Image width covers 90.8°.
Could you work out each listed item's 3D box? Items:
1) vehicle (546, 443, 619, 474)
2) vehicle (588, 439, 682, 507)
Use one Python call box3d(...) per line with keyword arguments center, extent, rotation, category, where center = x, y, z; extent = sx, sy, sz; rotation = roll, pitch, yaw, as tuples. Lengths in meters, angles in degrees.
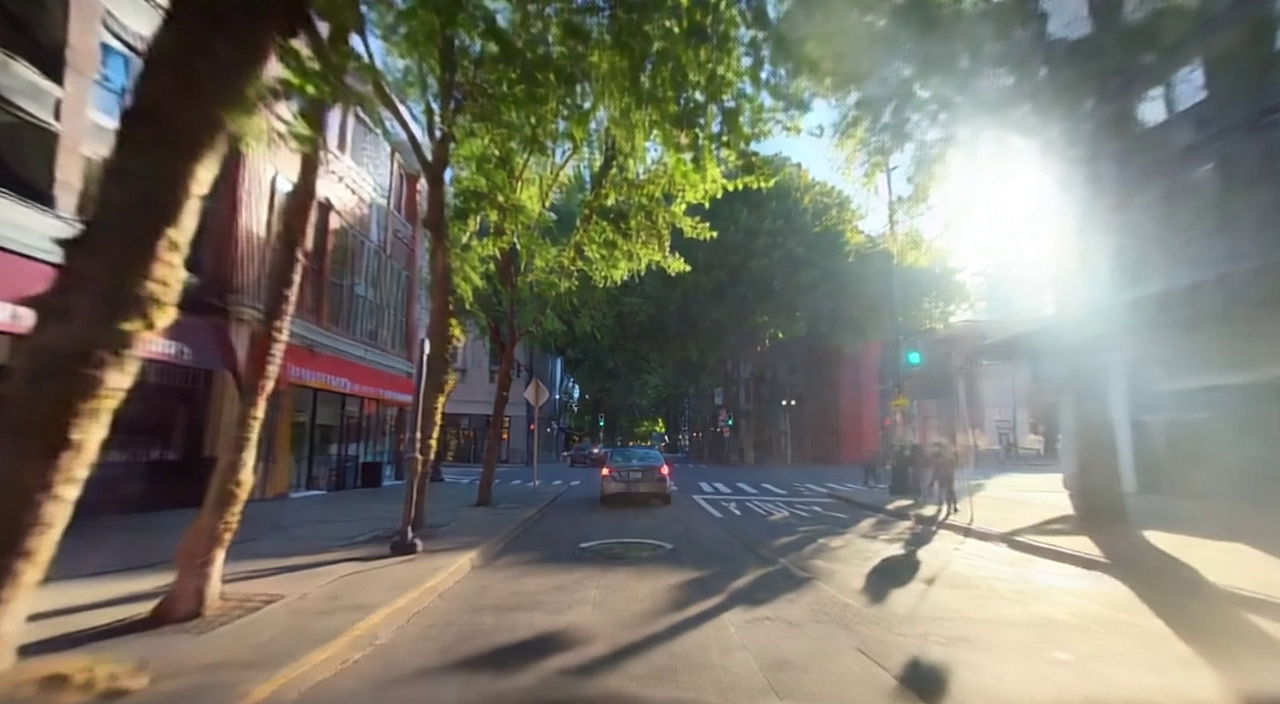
box3d(center=(-3.124, 5.581, 33.283), extent=(1.871, 1.468, 4.627), rotation=(5, -10, -33), category="vehicle")
box3d(center=(-0.146, 3.057, 16.440), extent=(2.106, 1.482, 4.459), rotation=(0, -9, -1), category="vehicle")
